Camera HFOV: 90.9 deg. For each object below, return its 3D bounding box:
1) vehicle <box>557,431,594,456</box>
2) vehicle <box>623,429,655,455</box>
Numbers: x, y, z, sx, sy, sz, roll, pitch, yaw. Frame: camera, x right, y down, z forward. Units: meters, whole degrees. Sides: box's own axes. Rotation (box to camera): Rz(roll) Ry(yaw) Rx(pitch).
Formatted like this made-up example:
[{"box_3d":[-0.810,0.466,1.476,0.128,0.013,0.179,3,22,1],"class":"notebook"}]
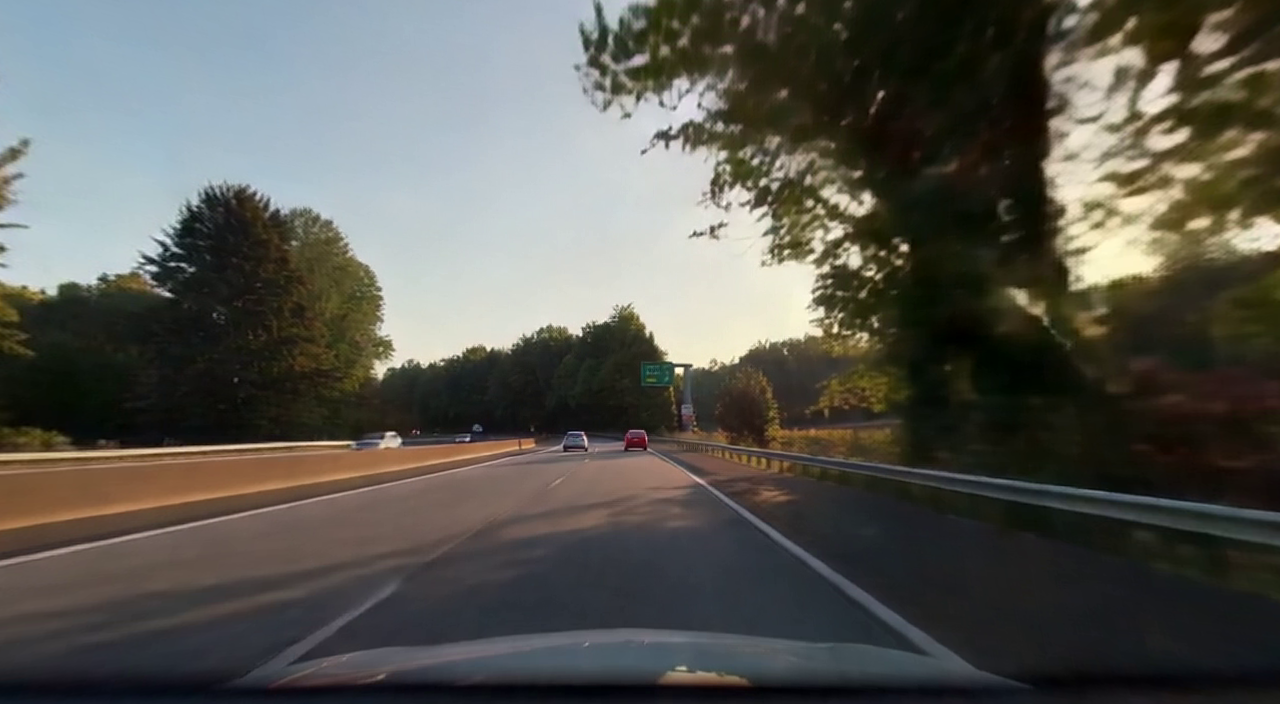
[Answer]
[{"box_3d":[-4.269,6.098,42.157,2.055,1.610,4.116,0,-8,0],"class":"vehicle"},{"box_3d":[-0.080,6.573,46.155,2.170,1.790,4.490,0,-8,0],"class":"vehicle"}]
